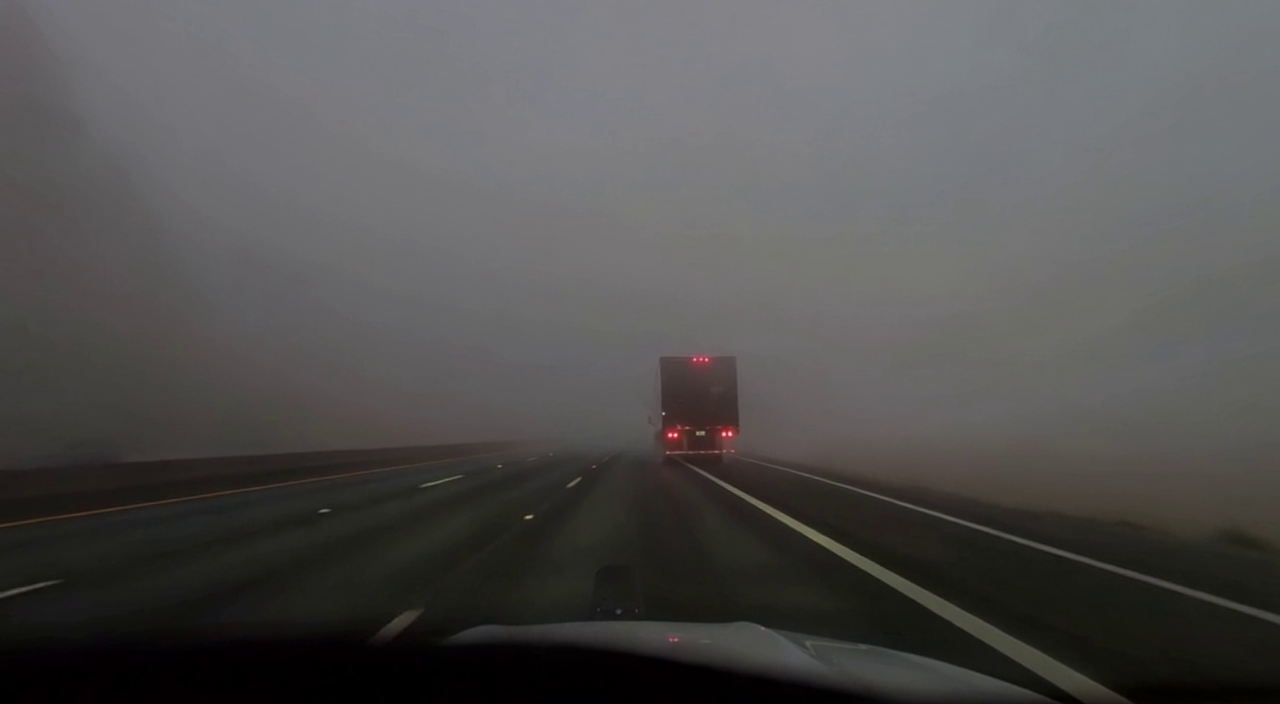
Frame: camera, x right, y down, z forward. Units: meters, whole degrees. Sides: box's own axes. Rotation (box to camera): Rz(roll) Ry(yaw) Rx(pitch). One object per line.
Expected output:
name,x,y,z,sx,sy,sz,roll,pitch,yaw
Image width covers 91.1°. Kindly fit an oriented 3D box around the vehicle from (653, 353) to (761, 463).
vehicle,2.362,2.676,27.274,3.446,3.698,12.089,0,-8,0
